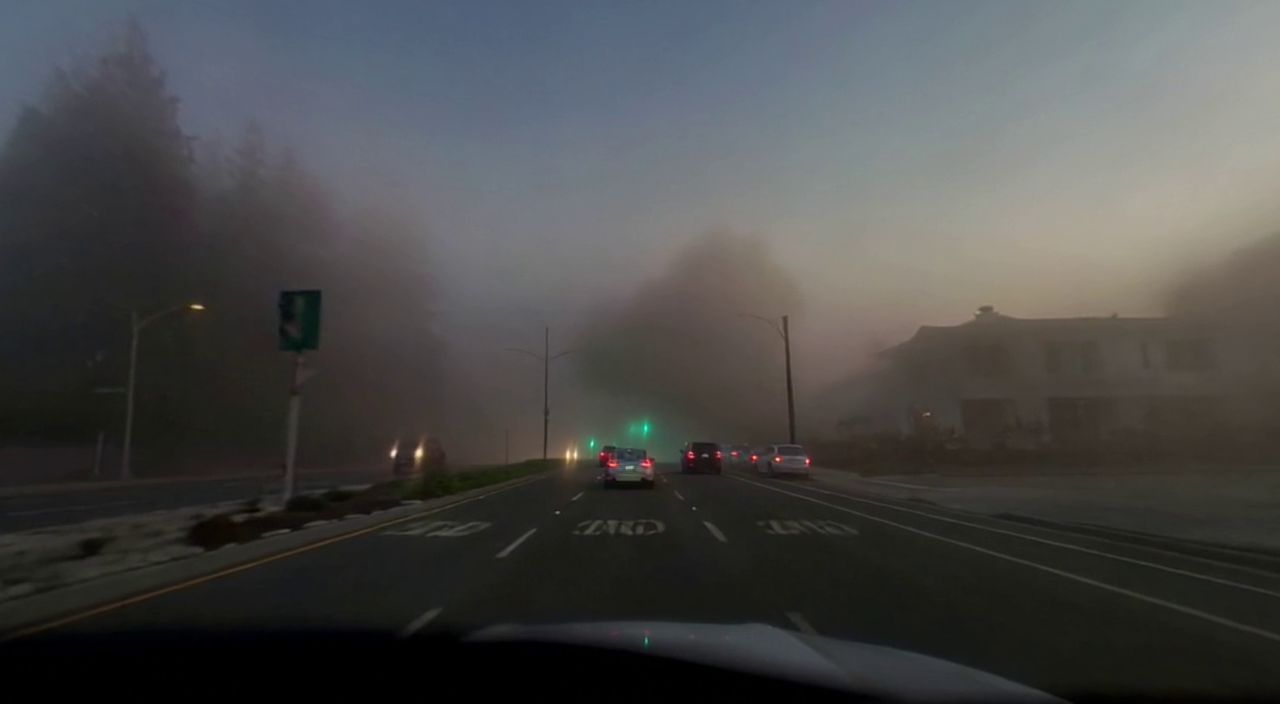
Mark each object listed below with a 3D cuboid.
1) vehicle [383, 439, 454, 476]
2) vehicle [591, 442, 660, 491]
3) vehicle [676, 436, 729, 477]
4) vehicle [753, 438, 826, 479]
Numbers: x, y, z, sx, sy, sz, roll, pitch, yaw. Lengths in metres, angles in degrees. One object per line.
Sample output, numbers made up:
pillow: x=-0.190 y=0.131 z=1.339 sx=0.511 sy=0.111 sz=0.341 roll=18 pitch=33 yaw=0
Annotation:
vehicle: x=-11.825 y=5.652 z=34.036 sx=2.097 sy=1.826 sz=4.812 roll=0 pitch=-8 yaw=-1
vehicle: x=-0.487 y=3.850 z=21.563 sx=2.140 sy=1.474 sz=4.026 roll=0 pitch=-8 yaw=-1
vehicle: x=2.968 y=5.078 z=30.916 sx=2.073 sy=1.822 sz=4.276 roll=0 pitch=-8 yaw=-1
vehicle: x=7.256 y=5.289 z=31.272 sx=2.184 sy=1.786 sz=5.497 roll=2 pitch=-10 yaw=-1
